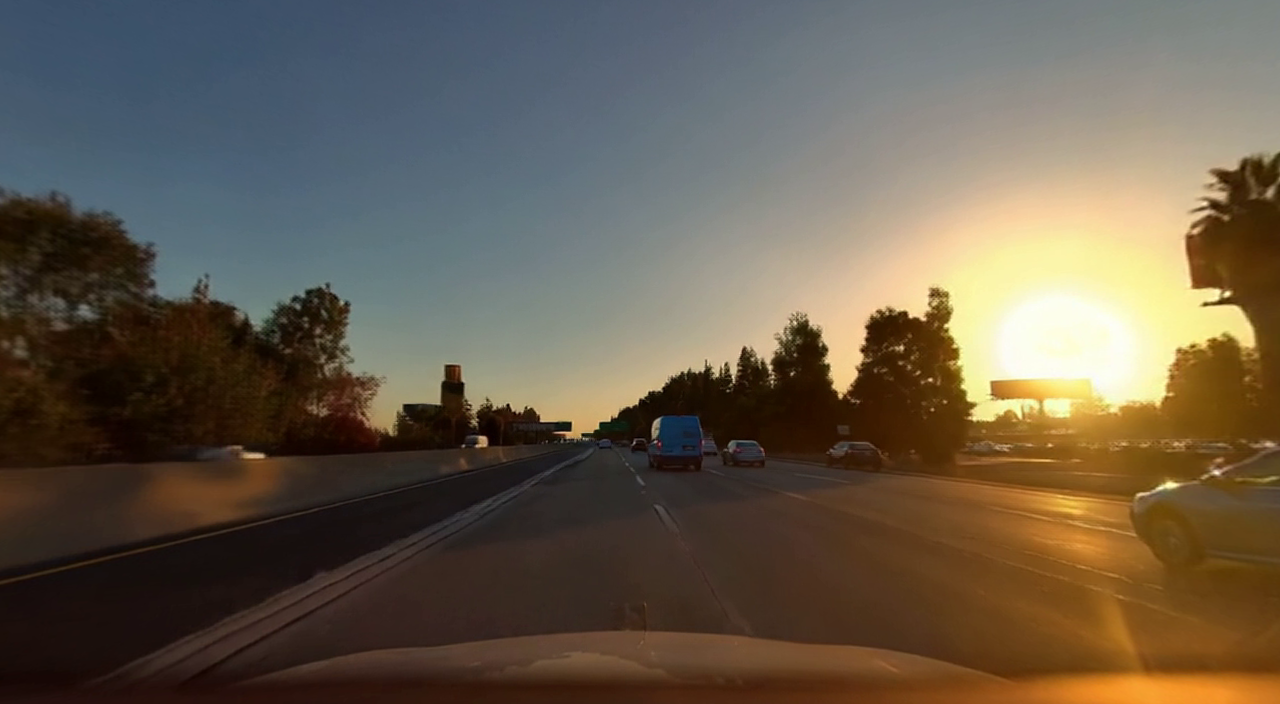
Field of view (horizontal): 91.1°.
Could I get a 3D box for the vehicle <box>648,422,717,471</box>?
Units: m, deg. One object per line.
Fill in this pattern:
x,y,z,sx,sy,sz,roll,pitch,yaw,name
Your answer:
1.834,4.424,29.539,2.546,2.087,5.404,0,-8,-4,vehicle

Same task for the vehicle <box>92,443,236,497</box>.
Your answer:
-15.620,3.849,20.895,1.870,1.513,3.866,-3,-8,-2,vehicle

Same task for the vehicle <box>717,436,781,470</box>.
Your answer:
5.071,4.756,29.751,2.099,1.510,3.784,0,-8,-4,vehicle

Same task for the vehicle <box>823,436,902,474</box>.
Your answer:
9.439,4.358,26.903,1.874,1.496,3.586,0,-8,-3,vehicle

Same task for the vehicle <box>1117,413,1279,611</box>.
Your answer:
5.991,1.100,3.916,2.003,1.517,4.936,0,-8,-2,vehicle
